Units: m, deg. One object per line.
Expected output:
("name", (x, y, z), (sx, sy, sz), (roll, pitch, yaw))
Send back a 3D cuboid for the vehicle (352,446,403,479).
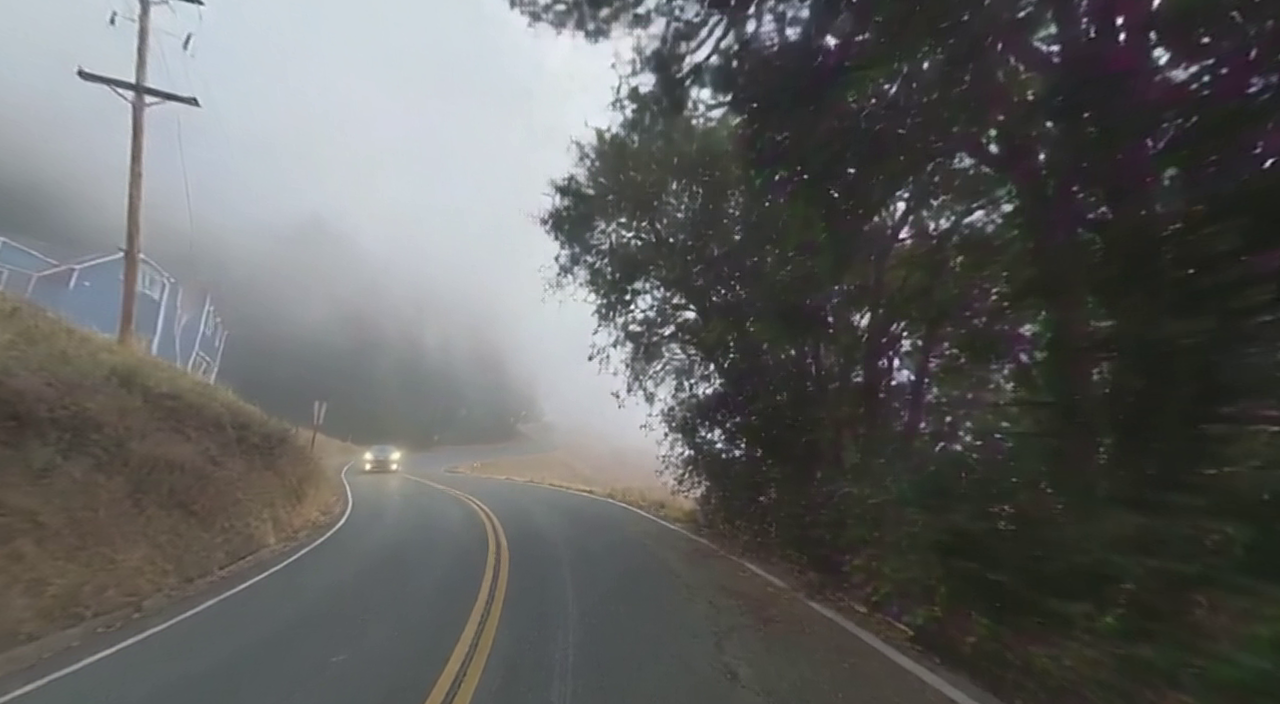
("vehicle", (-12.979, 5.385, 31.093), (2.063, 1.485, 3.997), (4, -9, -25))
